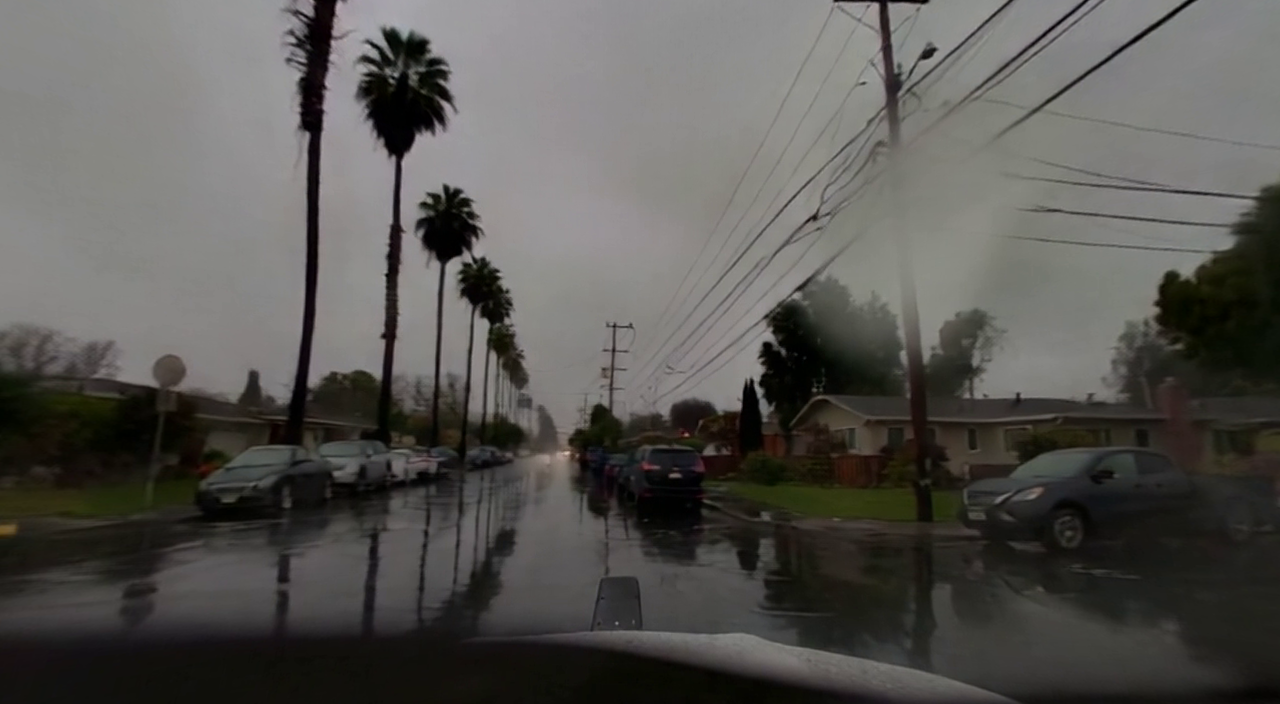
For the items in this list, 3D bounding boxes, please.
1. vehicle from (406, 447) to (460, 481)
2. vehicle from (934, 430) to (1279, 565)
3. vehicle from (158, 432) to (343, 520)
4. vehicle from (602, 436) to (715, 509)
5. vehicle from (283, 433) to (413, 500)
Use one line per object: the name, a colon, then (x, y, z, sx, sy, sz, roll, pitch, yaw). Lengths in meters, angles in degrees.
vehicle: (-12.305, 6.681, 37.874, 2.178, 1.865, 4.658, 1, -9, -8)
vehicle: (8.880, 2.477, 11.522, 5.971, 1.967, 2.385, 0, -9, -11)
vehicle: (-8.849, 2.818, 14.940, 2.198, 1.724, 4.493, 2, -9, -11)
vehicle: (0.347, 3.618, 19.646, 2.505, 1.895, 5.805, 2, -9, -8)
vehicle: (-9.775, 3.862, 21.860, 2.301, 1.939, 6.143, 1, -9, -8)
